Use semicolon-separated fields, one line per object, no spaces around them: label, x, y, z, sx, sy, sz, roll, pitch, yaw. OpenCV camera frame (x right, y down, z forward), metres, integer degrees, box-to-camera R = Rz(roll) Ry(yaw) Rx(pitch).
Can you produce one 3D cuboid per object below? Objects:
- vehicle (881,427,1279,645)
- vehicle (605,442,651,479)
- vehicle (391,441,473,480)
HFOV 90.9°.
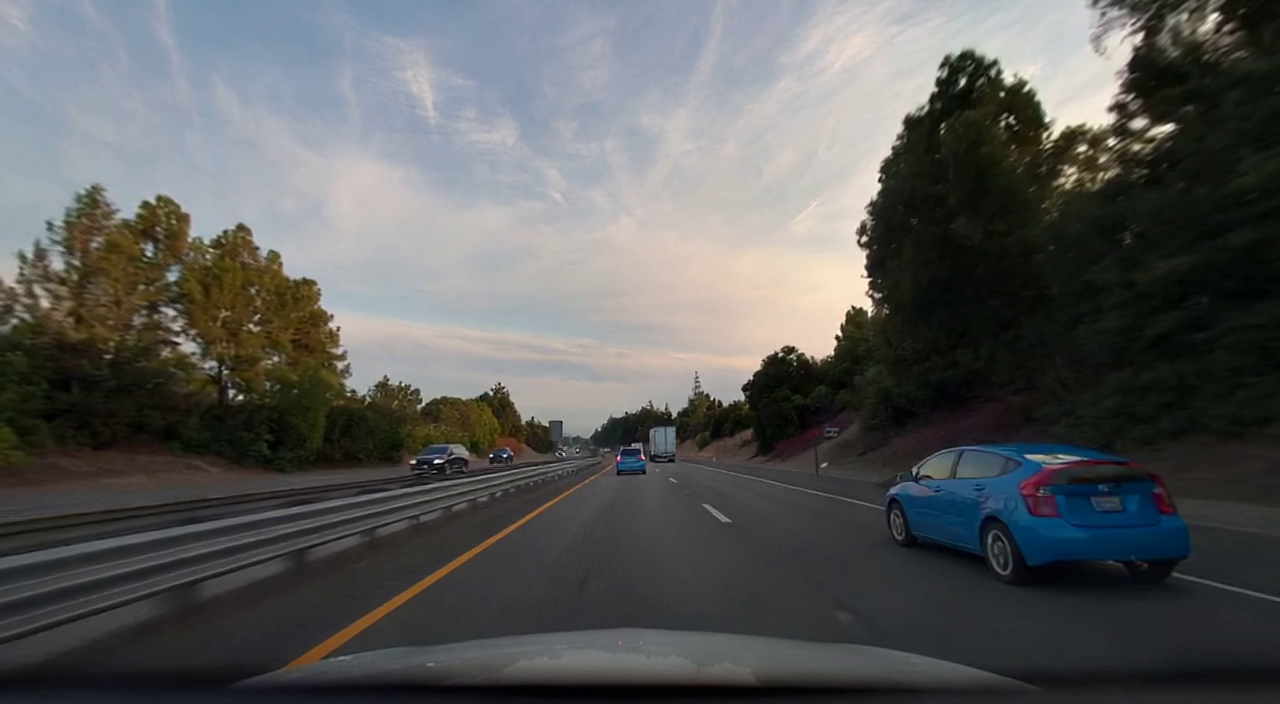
vehicle;4.080;1.520;6.146;1.917;1.421;3.759;0;-9;-1
vehicle;-0.592;5.482;31.974;2.190;1.706;4.062;0;-9;-1
vehicle;-9.209;4.832;28.341;2.125;1.566;4.460;0;-9;0
